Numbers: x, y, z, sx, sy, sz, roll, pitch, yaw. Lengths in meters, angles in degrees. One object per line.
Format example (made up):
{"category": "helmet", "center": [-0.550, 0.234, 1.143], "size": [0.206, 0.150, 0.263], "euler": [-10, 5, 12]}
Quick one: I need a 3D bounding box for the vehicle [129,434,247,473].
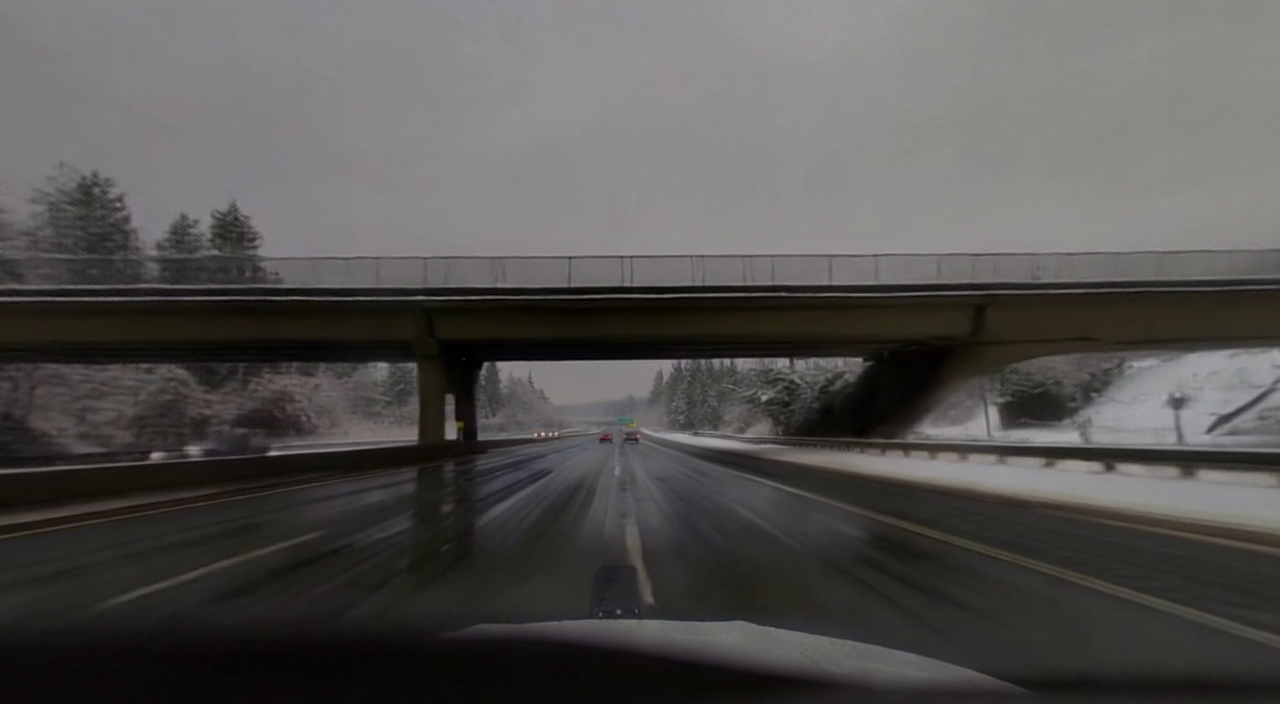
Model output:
{"category": "vehicle", "center": [-19.844, 4.442, 27.886], "size": [2.088, 1.608, 4.352], "euler": [1, -8, -3]}
